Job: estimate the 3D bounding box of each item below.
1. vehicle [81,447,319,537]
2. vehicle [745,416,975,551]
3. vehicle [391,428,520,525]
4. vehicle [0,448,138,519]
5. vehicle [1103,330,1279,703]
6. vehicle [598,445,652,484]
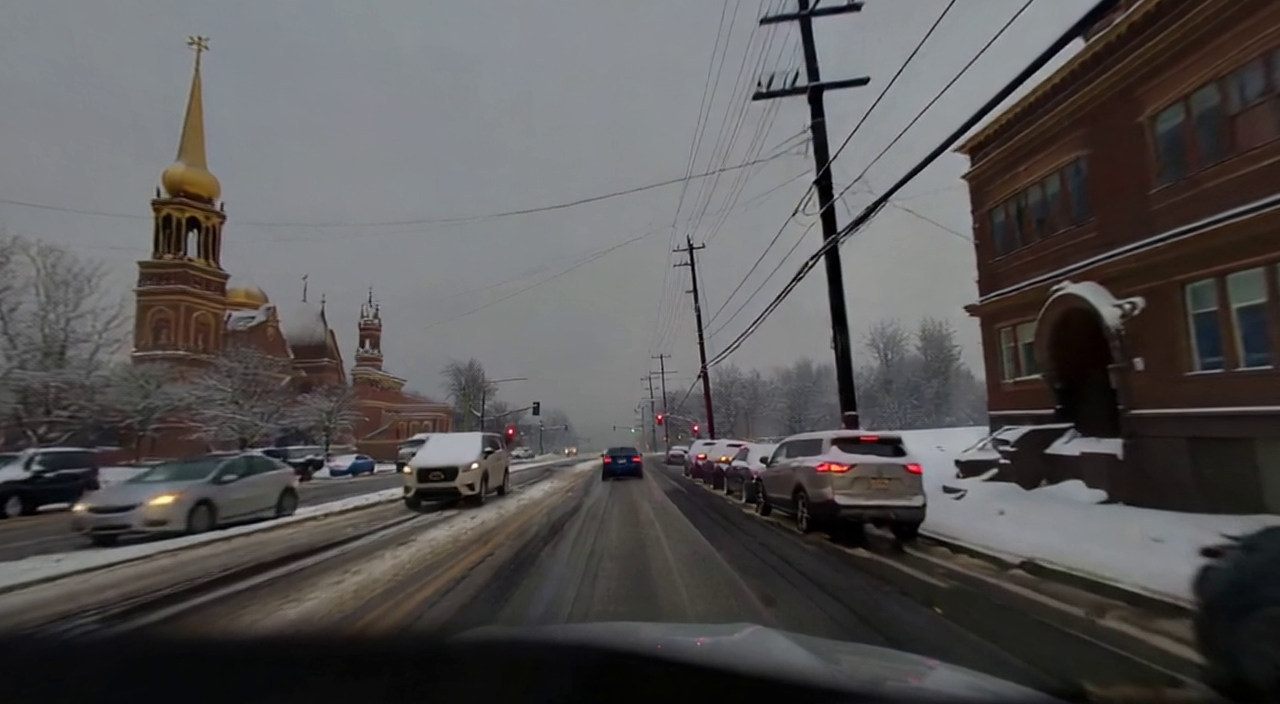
[{"bbox_3d":[-8.878,2.793,13.335,1.996,1.547,4.238,0,-8,-1],"label":"vehicle"},{"bbox_3d":[3.462,2.216,11.359,2.106,1.750,5.328,2,-9,-1],"label":"vehicle"},{"bbox_3d":[-3.911,2.604,13.901,2.240,1.731,4.470,1,-9,-13],"label":"vehicle"},{"bbox_3d":[-18.521,3.835,18.654,5.376,1.885,2.218,0,-8,-1],"label":"vehicle"},{"bbox_3d":[3.649,0.612,1.085,2.133,1.791,4.642,1,-9,-1],"label":"vehicle"},{"bbox_3d":[-0.591,4.653,26.562,2.049,1.453,4.299,-1,-8,0],"label":"vehicle"}]
